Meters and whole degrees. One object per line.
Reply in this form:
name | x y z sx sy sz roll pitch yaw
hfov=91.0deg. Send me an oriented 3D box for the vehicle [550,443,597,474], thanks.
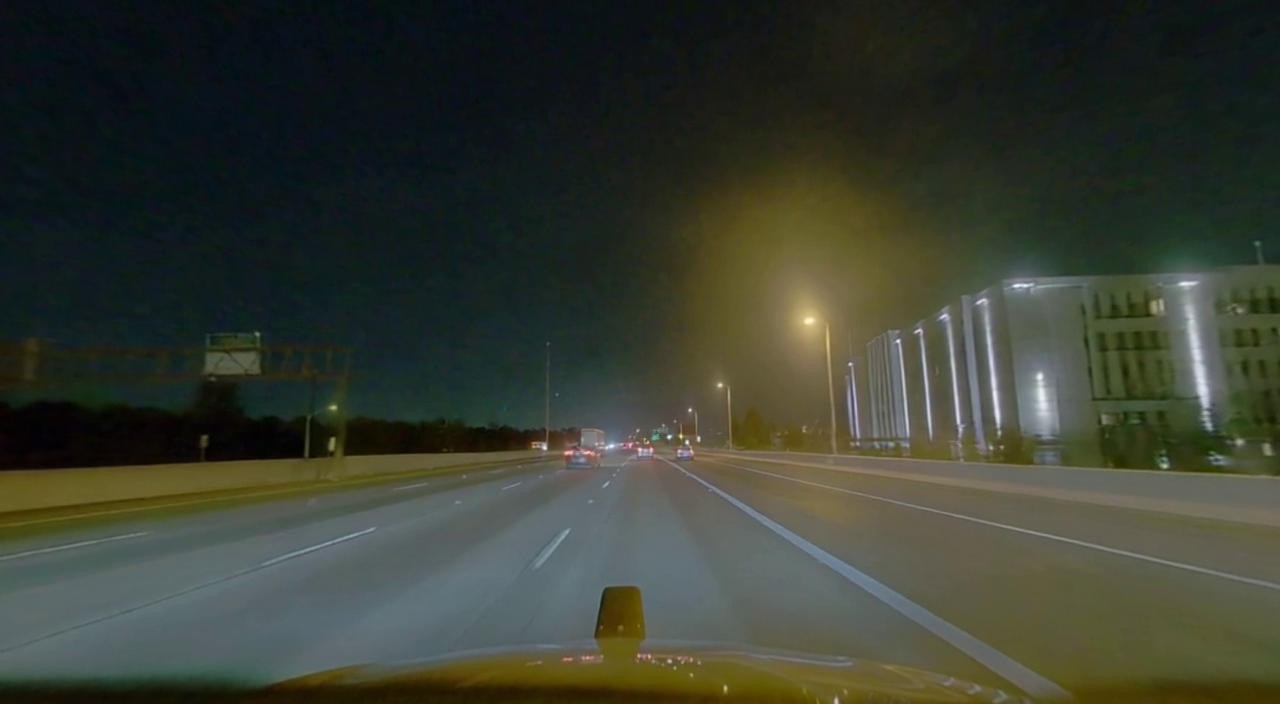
vehicle | -3.686 6.022 35.721 2.195 1.630 4.336 0 -9 0
